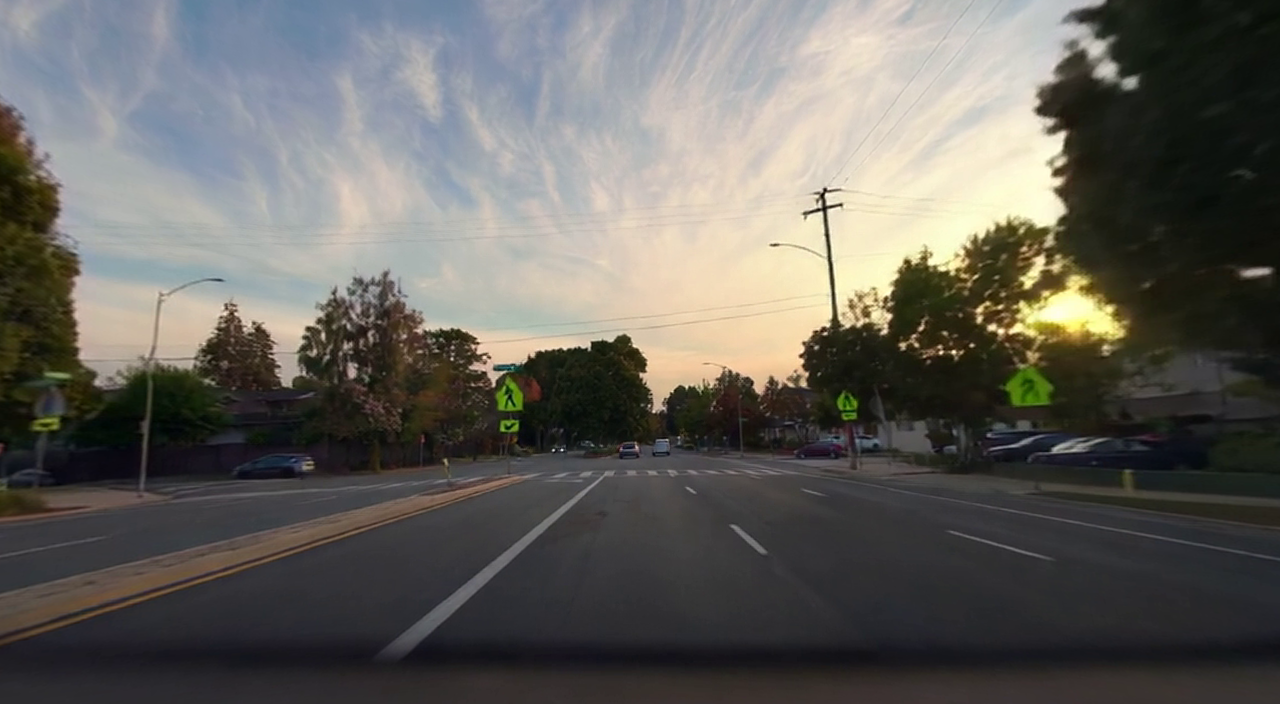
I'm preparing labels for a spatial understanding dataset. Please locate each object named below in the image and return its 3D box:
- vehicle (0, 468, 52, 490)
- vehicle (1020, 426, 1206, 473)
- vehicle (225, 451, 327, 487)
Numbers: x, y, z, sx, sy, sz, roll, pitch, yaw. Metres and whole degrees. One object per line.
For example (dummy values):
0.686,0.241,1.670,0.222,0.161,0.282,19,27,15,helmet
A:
-48.211,9.770,48.480,1.752,1.487,4.464,-2,-8,1,vehicle
16.317,3.412,22.062,4.719,1.513,1.899,-2,-9,10,vehicle
-20.327,6.531,35.412,4.534,1.724,1.952,-3,-9,1,vehicle
